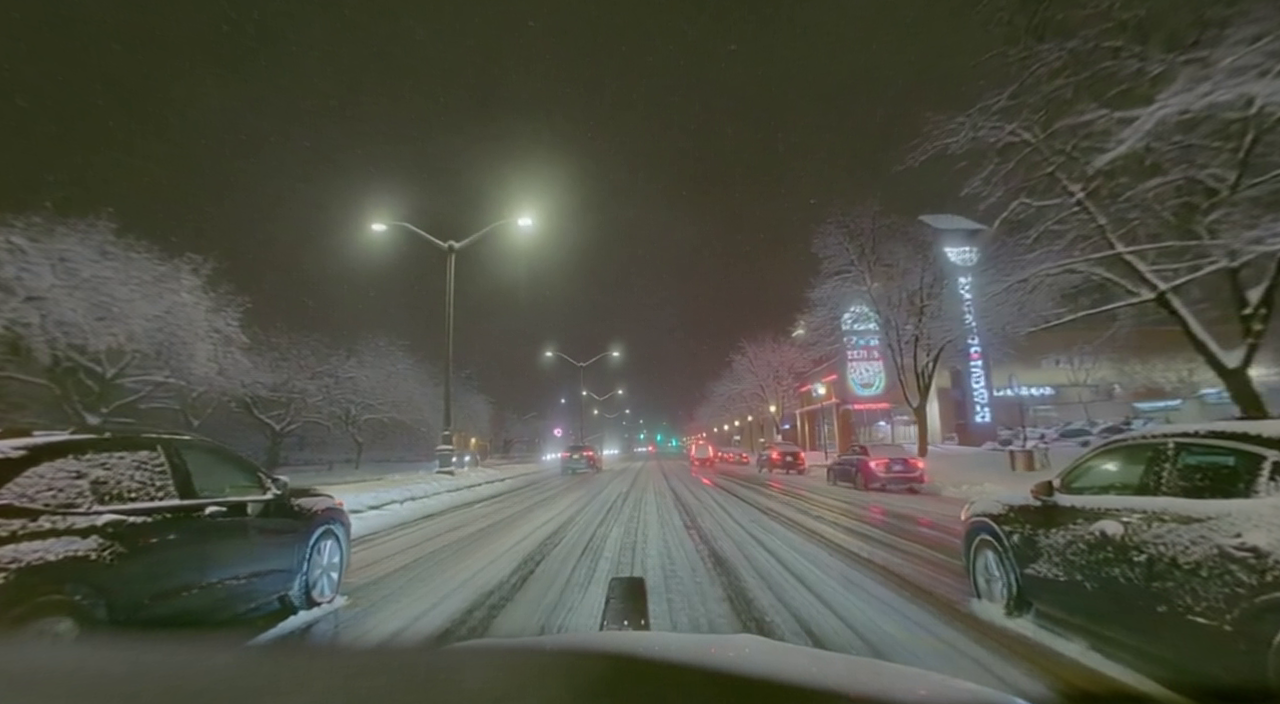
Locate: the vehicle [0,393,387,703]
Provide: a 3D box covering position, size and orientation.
[{"bbox_3d":[-3.597,1.095,3.637,2.155,1.504,4.776,-1,-8,2],"label":"vehicle"}]

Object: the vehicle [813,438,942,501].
[{"bbox_3d":[7.055,3.504,19.293,2.077,1.666,4.342,0,-8,-3],"label":"vehicle"}]

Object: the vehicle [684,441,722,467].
[{"bbox_3d":[4.205,6.890,42.711,2.007,1.683,4.171,0,-8,-2],"label":"vehicle"}]

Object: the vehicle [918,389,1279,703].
[{"bbox_3d":[3.344,0.995,3.007,1.981,1.499,4.536,0,-8,0],"label":"vehicle"}]

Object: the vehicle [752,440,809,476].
[{"bbox_3d":[7.652,5.798,34.778,2.003,1.789,4.718,0,-8,-1],"label":"vehicle"}]

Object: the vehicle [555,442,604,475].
[{"bbox_3d":[-2.889,5.201,31.040,1.917,1.511,4.436,0,-8,1],"label":"vehicle"}]
